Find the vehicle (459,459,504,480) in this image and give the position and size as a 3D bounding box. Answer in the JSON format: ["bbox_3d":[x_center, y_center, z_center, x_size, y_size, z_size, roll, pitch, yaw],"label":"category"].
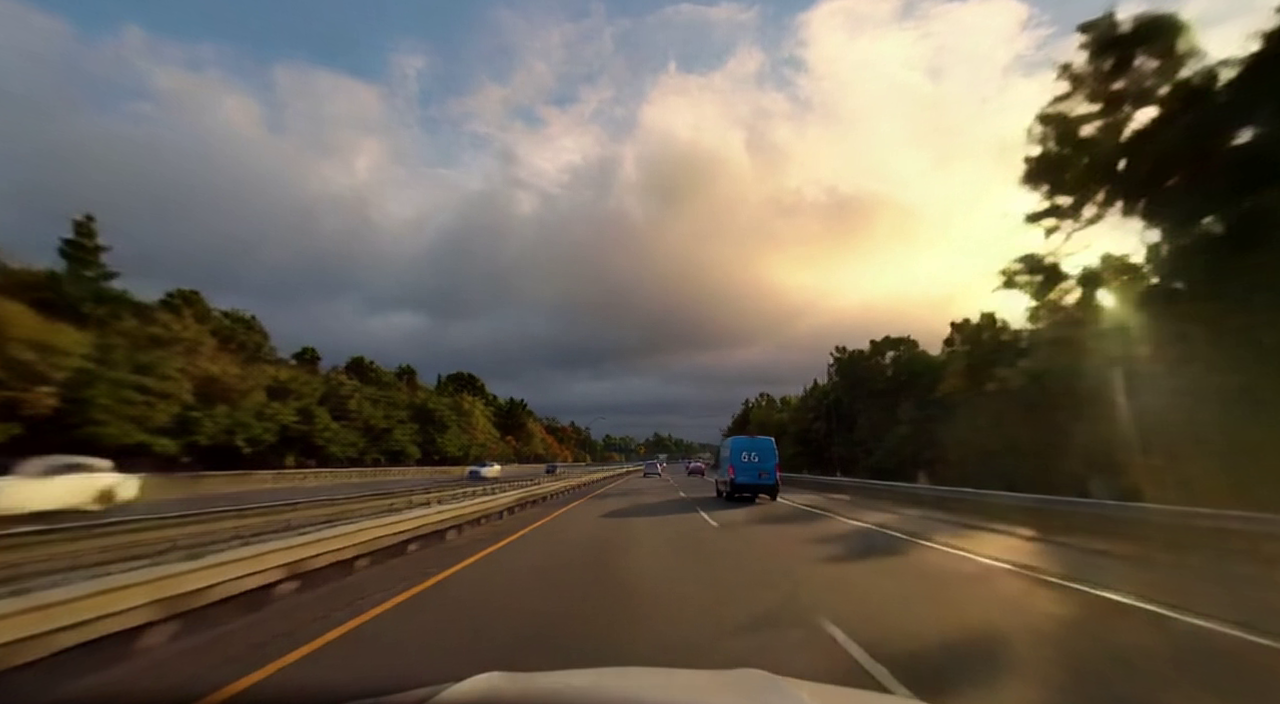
[{"bbox_3d":[-11.700,8.715,46.783,1.917,1.465,4.638,0,-11,2],"label":"vehicle"}]

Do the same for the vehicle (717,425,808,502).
[{"bbox_3d":[4.558,4.379,24.649,2.366,2.595,5.793,0,-11,0],"label":"vehicle"}]
